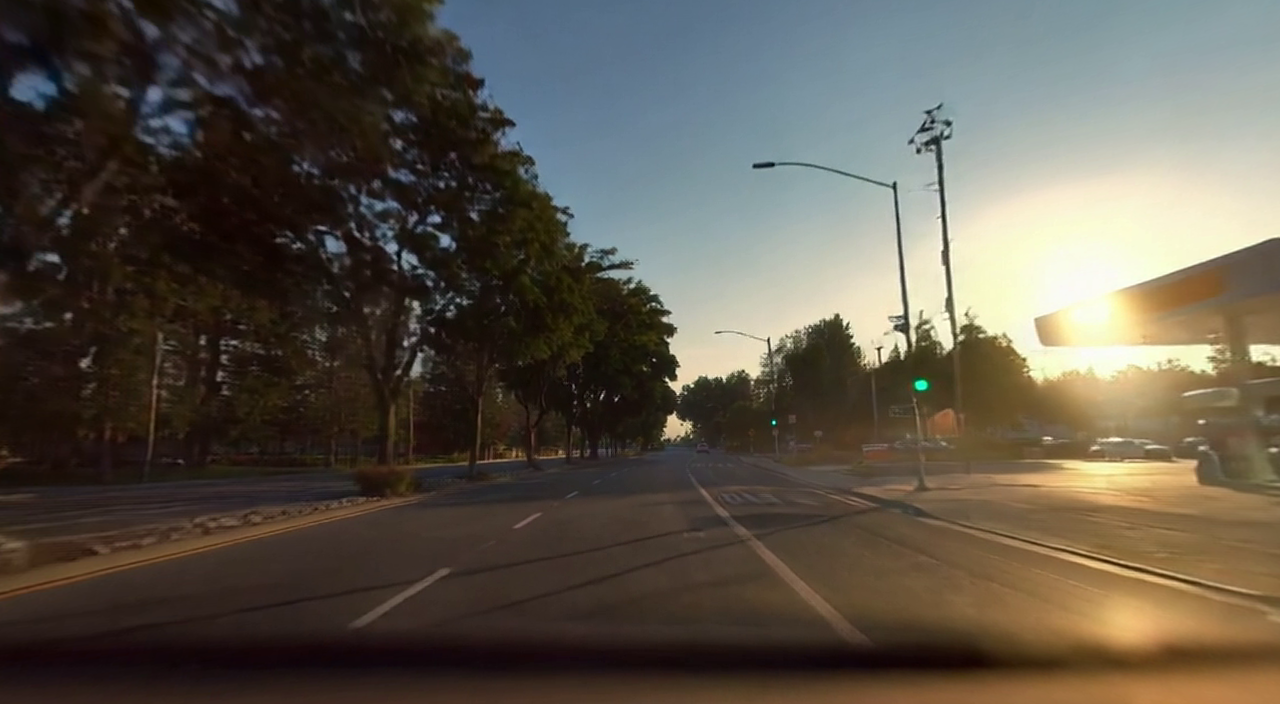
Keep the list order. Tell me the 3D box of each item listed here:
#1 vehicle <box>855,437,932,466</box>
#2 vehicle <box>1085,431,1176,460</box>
[{"bbox_3d":[14.640,5.776,36.369,4.744,1.475,2.008,9,-16,-40],"label":"vehicle"},{"bbox_3d":[32.216,6.146,41.649,2.045,1.778,4.517,1,-9,-6],"label":"vehicle"}]
